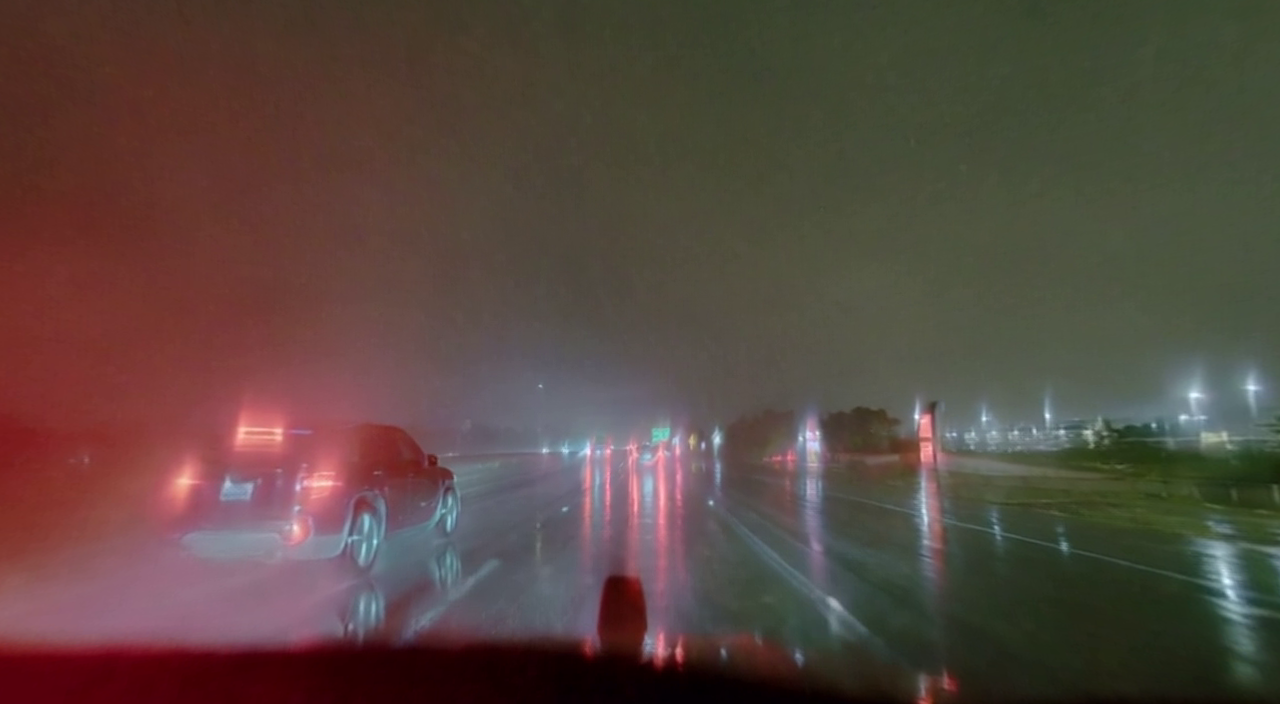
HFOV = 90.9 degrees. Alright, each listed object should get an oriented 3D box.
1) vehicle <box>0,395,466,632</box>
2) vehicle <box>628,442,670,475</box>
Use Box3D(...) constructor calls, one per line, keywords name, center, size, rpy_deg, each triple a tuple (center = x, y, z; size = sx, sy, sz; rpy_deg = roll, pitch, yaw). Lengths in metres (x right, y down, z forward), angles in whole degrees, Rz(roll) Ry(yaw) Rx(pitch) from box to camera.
Box3D(name="vehicle", center=(-3.798, 1.552, 7.121), size=(2.239, 1.761, 4.620), rpy_deg=(0, -8, 1))
Box3D(name="vehicle", center=(0.422, 5.296, 31.598), size=(2.000, 1.558, 3.945), rpy_deg=(0, -8, 0))
